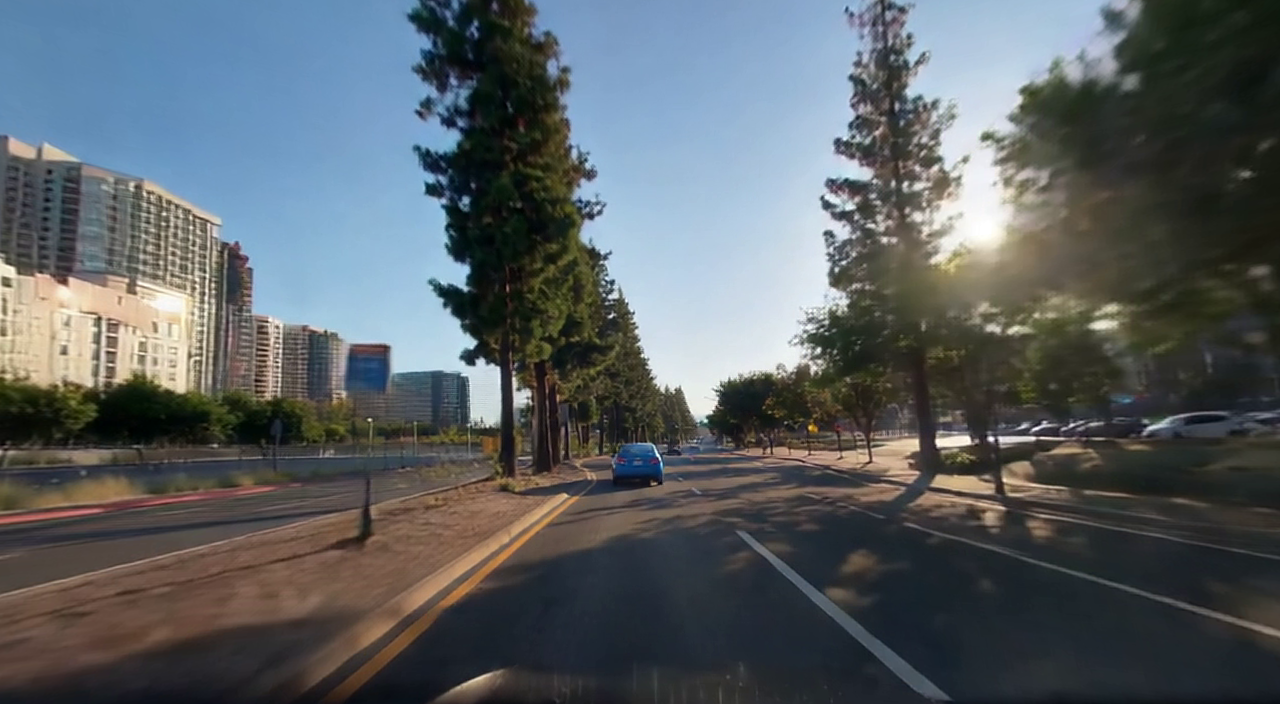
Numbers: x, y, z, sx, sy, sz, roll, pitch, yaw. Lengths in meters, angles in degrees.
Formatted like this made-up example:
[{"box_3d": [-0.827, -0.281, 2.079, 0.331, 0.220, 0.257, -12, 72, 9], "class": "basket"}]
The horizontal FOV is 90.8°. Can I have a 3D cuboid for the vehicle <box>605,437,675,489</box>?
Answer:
[{"box_3d": [-0.092, 3.608, 20.864, 2.042, 1.479, 4.601, 0, -8, -2], "class": "vehicle"}]
